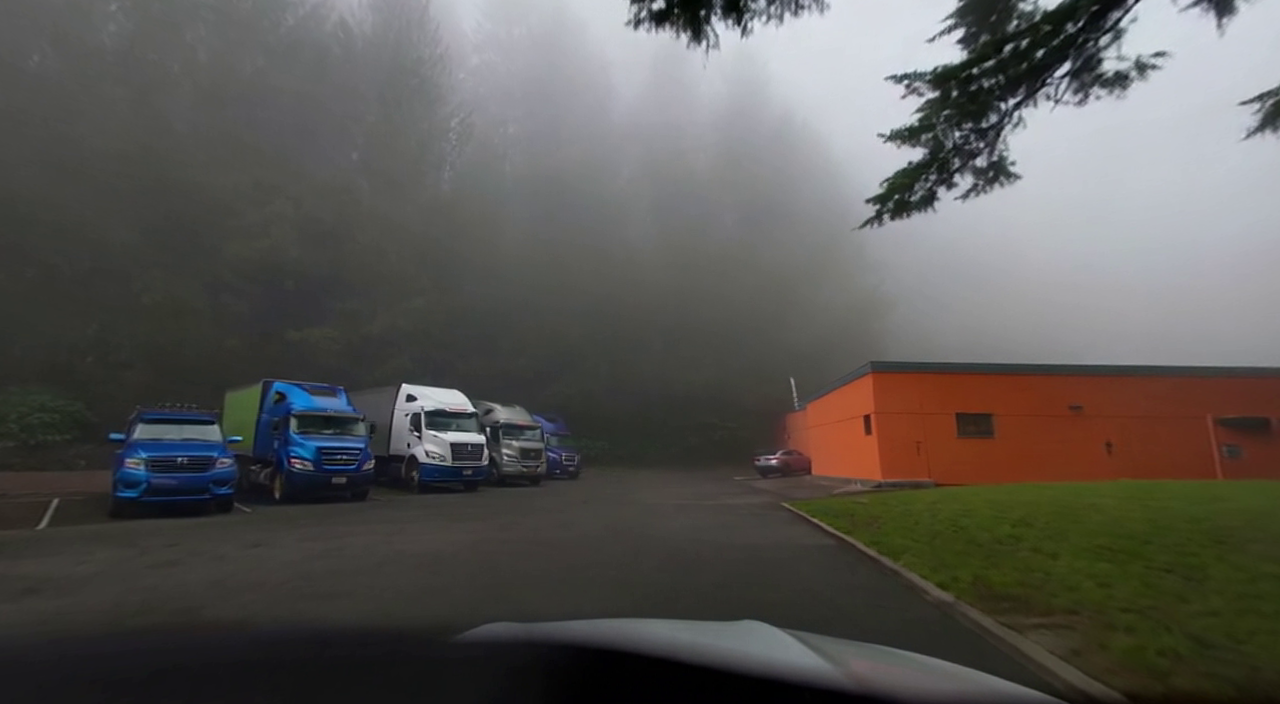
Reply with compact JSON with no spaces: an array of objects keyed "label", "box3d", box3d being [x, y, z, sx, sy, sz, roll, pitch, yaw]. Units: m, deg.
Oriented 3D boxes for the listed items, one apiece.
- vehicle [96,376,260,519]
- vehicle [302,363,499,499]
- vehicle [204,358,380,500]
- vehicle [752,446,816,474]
[{"label":"vehicle","box3d":[-12.811,2.602,17.153,2.674,3.007,7.819,8,-12,-40]},{"label":"vehicle","box3d":[-9.757,3.191,24.331,2.948,4.069,11.906,7,-12,-41]},{"label":"vehicle","box3d":[-12.962,2.932,22.683,3.038,3.871,11.512,7,-12,-40]},{"label":"vehicle","box3d":[8.083,6.024,35.310,3.473,1.506,1.809,8,-12,-44]}]
